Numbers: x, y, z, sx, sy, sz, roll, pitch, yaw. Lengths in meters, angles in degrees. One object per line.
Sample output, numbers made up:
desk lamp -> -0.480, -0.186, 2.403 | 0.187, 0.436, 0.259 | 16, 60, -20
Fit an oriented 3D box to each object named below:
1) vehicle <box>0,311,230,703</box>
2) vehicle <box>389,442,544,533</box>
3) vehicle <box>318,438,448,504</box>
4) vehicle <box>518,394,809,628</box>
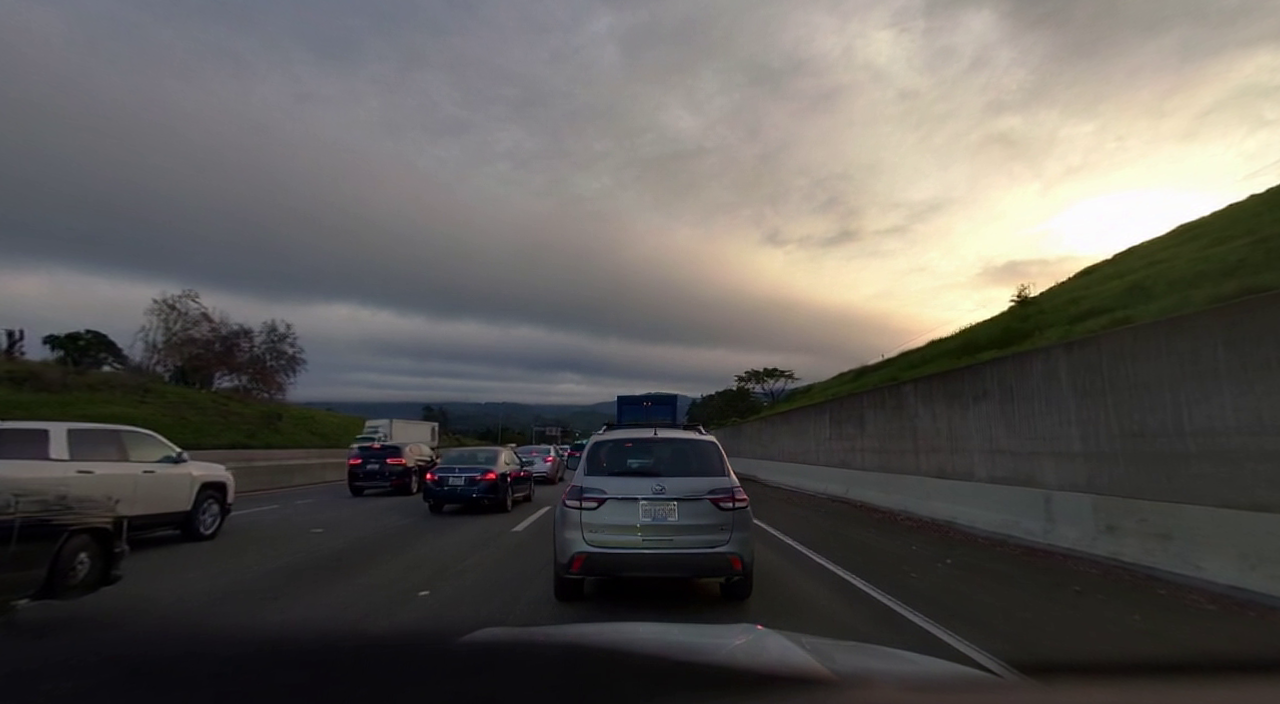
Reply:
vehicle -> -3.505, 0.622, 1.256 | 2.085, 1.893, 4.880 | 0, -9, 0
vehicle -> -3.228, 2.598, 12.680 | 1.917, 1.506, 3.949 | 0, -9, 1
vehicle -> -7.521, 3.515, 19.071 | 1.986, 1.700, 4.558 | 0, -9, 0
vehicle -> 0.131, 1.620, 7.534 | 2.210, 1.760, 5.303 | 0, -9, -1
